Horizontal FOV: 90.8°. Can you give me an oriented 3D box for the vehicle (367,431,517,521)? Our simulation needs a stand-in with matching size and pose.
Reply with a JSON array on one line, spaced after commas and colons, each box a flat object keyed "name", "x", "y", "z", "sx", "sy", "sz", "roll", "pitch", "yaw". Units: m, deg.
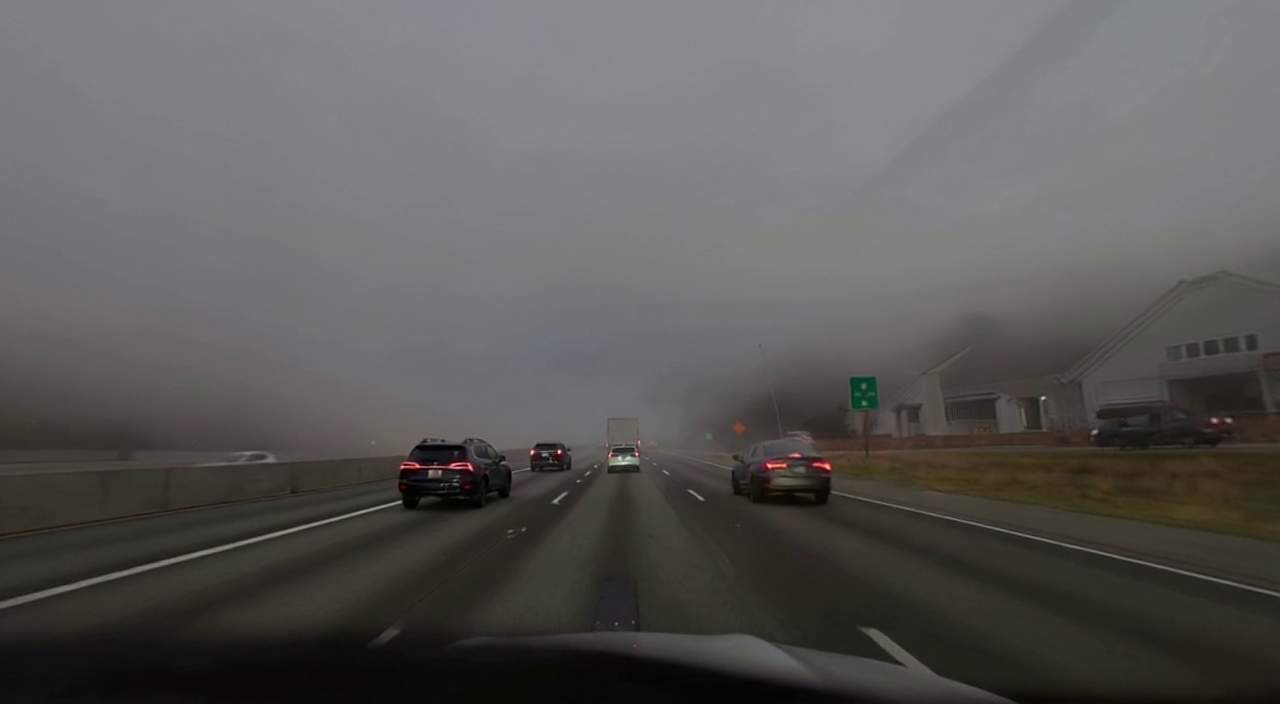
[{"name": "vehicle", "x": -4.109, "y": 2.631, "z": 13.900, "sx": 1.988, "sy": 1.668, "sz": 4.021, "roll": 0, "pitch": -9, "yaw": 0}]

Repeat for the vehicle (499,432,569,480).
[{"name": "vehicle", "x": -4.639, "y": 4.678, "z": 28.642, "sx": 2.301, "sy": 1.944, "sz": 5.482, "roll": 0, "pitch": -9, "yaw": -1}]

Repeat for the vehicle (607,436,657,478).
[{"name": "vehicle", "x": -0.402, "y": 4.706, "z": 28.463, "sx": 2.063, "sy": 1.703, "sz": 4.203, "roll": 0, "pitch": -9, "yaw": -2}]

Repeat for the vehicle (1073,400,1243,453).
[{"name": "vehicle", "x": 17.997, "y": 2.693, "z": 22.260, "sx": 2.048, "sy": 1.674, "sz": 4.106, "roll": 2, "pitch": -9, "yaw": -13}]

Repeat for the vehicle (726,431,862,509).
[{"name": "vehicle", "x": 3.390, "y": 2.709, "z": 14.889, "sx": 2.027, "sy": 1.554, "sz": 4.252, "roll": 0, "pitch": -9, "yaw": -2}]

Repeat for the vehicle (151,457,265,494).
[{"name": "vehicle", "x": -19.140, "y": 5.461, "z": 28.300, "sx": 1.839, "sy": 1.457, "sz": 4.701, "roll": 0, "pitch": -9, "yaw": -1}]
